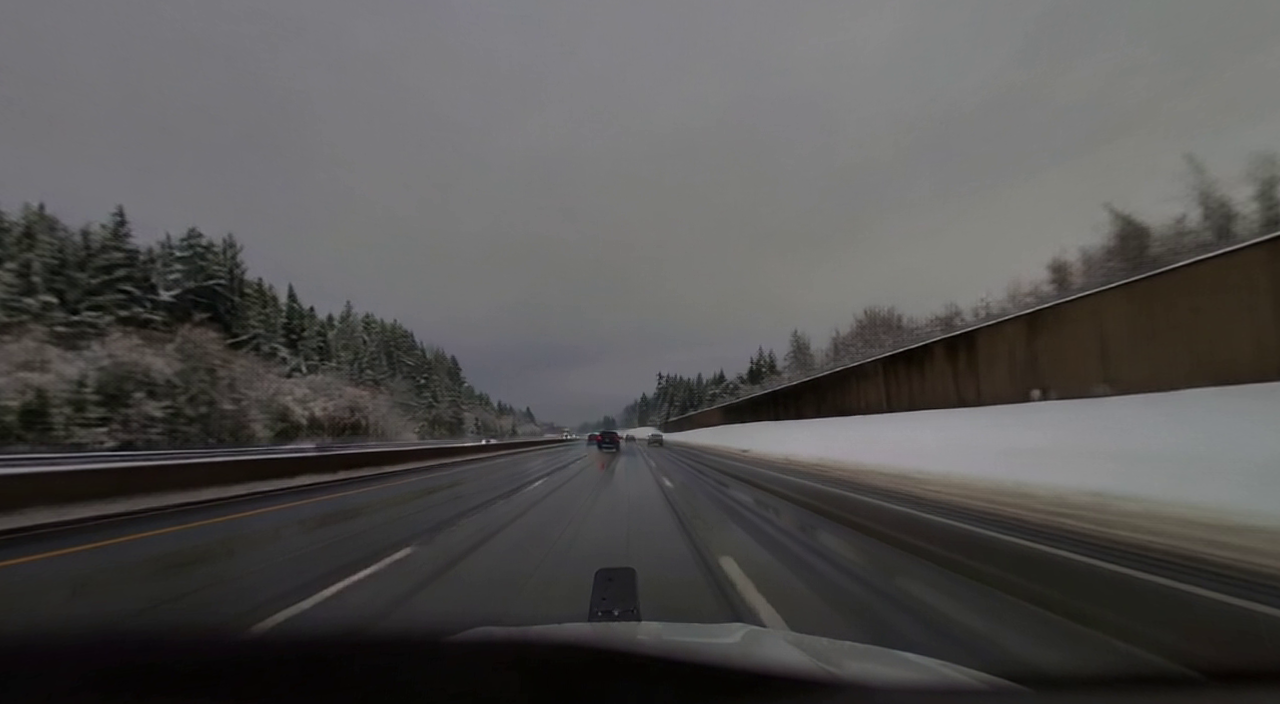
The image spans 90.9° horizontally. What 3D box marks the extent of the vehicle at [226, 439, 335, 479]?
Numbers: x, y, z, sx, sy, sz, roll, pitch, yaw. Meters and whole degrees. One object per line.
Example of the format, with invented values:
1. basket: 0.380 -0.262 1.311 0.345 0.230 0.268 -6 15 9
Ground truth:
1. vehicle: -14.455 4.284 25.689 1.863 1.439 4.401 0 -8 0

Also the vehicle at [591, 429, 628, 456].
1. vehicle: -2.039 6.206 43.269 2.306 1.730 4.606 0 -8 1
